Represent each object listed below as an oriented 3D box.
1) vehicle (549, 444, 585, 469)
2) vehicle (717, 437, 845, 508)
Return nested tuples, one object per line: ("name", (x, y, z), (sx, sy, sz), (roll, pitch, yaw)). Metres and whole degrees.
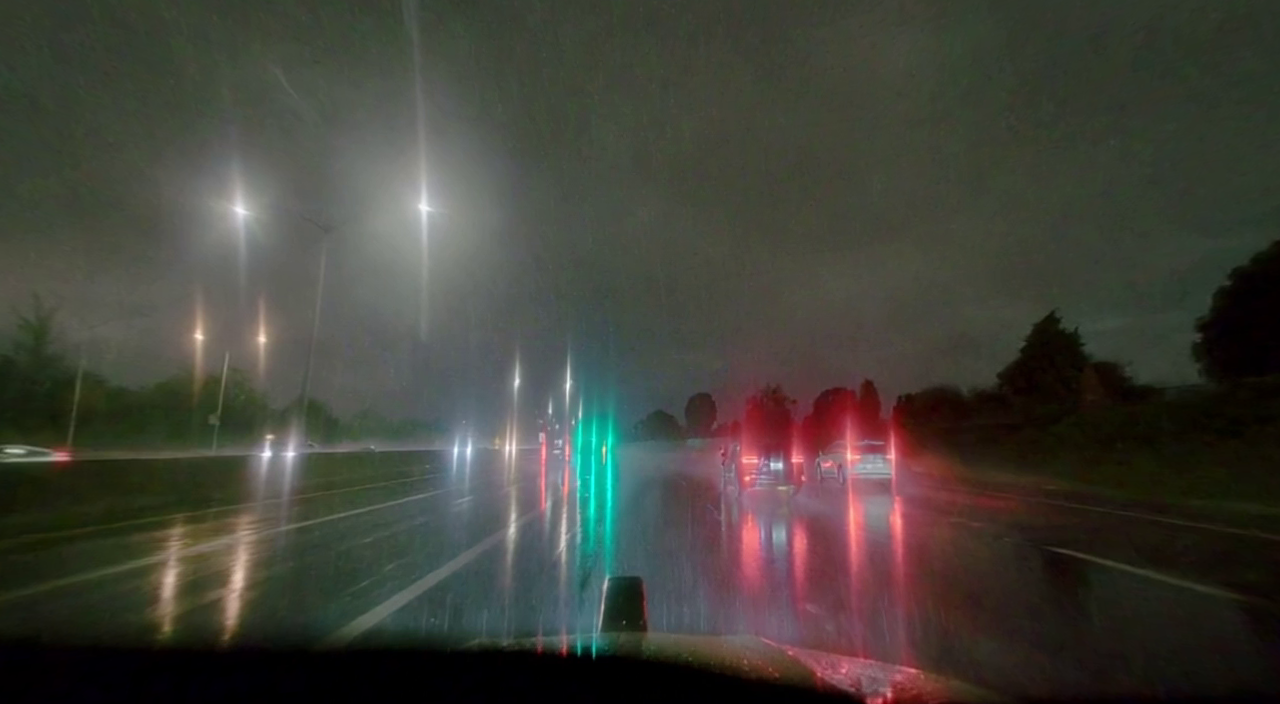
("vehicle", (-4.661, 6.736, 40.790), (2.014, 1.481, 4.156), (0, -8, -2))
("vehicle", (3.317, 2.932, 15.938), (2.030, 1.490, 4.737), (0, -8, -1))
